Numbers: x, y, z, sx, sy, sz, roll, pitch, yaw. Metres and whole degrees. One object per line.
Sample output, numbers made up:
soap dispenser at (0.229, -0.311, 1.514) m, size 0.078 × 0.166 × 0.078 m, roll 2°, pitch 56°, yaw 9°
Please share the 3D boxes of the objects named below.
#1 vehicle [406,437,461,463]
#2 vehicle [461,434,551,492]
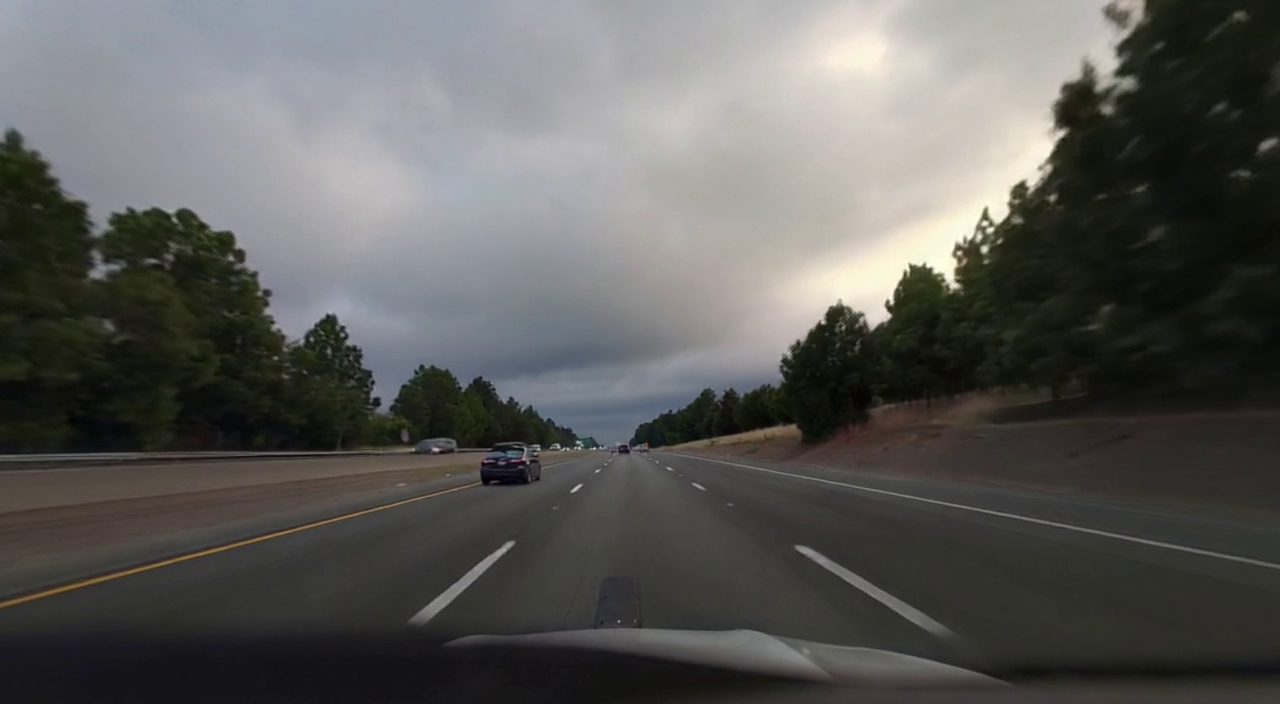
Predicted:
vehicle at (-13.753, 6.541, 42.152) m, size 2.117 × 1.618 × 4.919 m, roll 0°, pitch -9°, yaw -1°
vehicle at (-4.374, 3.704, 21.315) m, size 2.111 × 1.717 × 4.426 m, roll 0°, pitch -9°, yaw 0°
